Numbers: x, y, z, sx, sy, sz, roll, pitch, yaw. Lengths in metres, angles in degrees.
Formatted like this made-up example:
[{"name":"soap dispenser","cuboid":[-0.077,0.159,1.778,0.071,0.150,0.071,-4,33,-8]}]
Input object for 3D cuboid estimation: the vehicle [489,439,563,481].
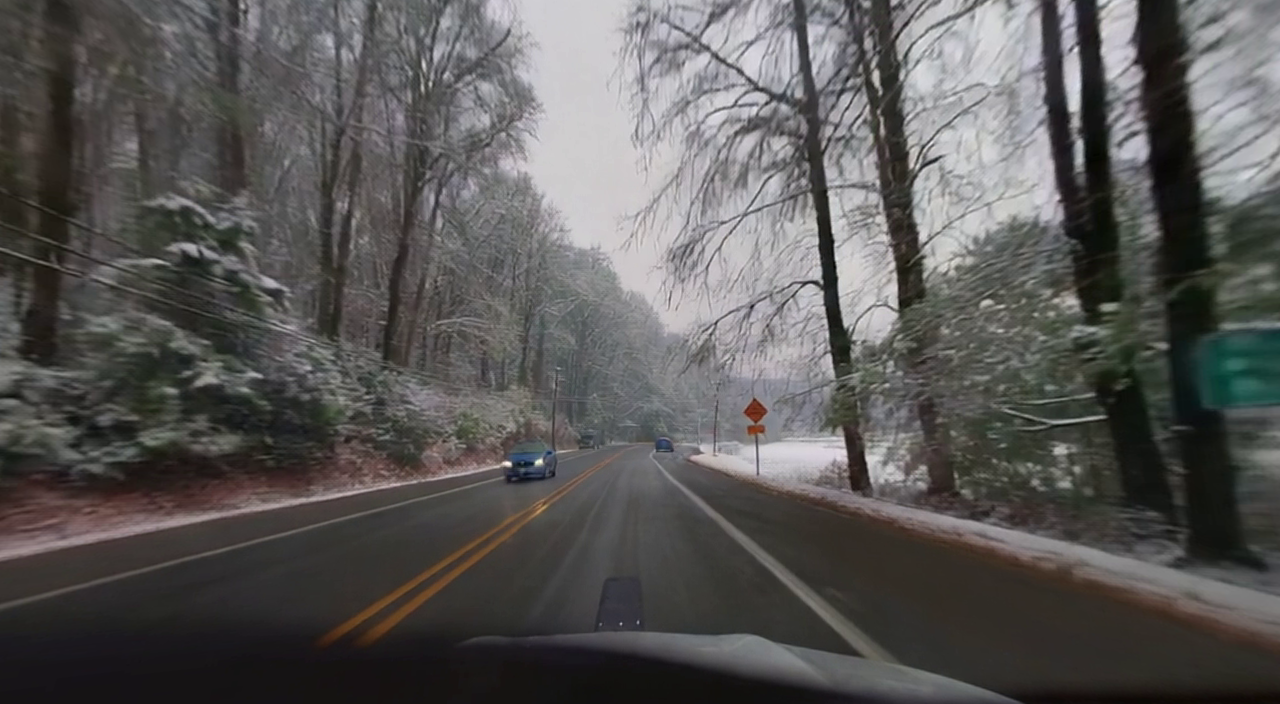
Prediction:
[{"name":"vehicle","cuboid":[-4.383,4.237,25.051,2.083,1.476,4.513,0,-9,0]}]
